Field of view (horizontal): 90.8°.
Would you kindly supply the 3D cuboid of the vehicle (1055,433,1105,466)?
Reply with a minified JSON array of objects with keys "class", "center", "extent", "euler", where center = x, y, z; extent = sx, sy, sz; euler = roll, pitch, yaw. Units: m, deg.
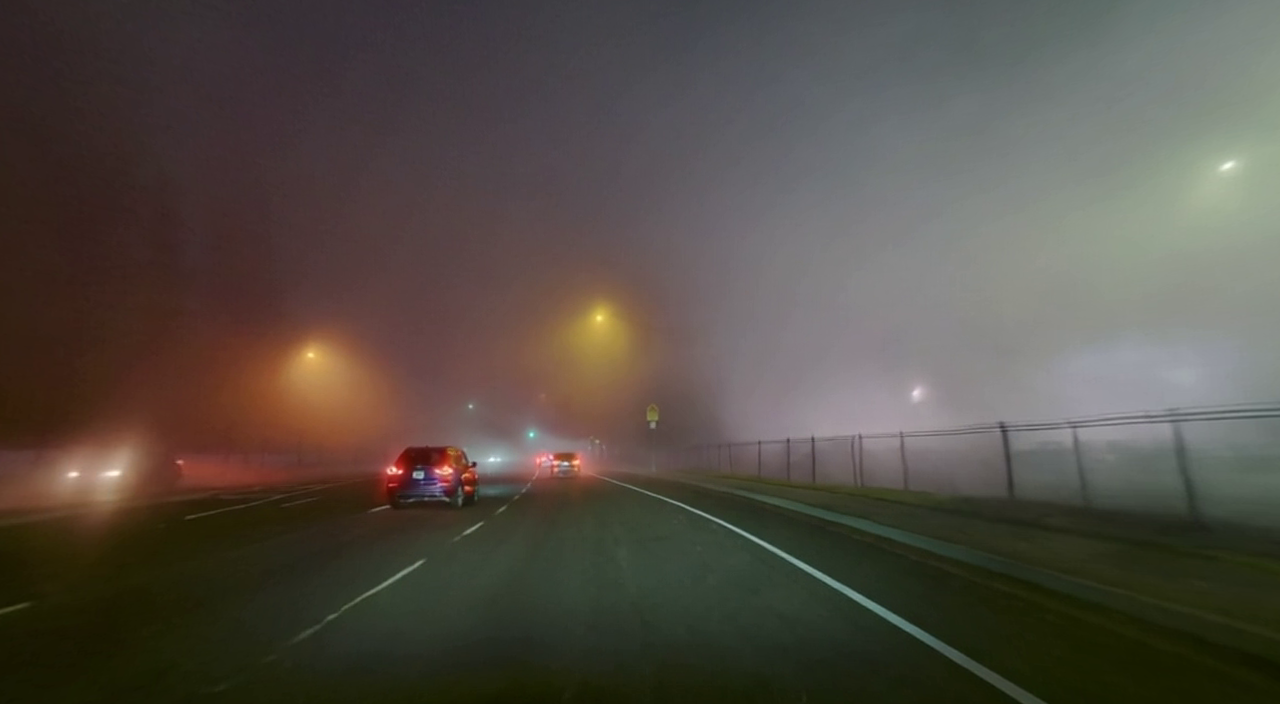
[{"class":"vehicle","center":[25.140,5.574,36.233],"extent":[1.942,1.726,5.194],"euler":[-8,-11,32]}]

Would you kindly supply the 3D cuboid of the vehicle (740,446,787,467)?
[{"class":"vehicle","center":[9.325,7.836,47.592],"extent":[2.131,1.437,4.325],"euler":[-5,-10,29]}]

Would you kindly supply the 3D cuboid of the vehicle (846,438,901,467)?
[{"class":"vehicle","center":[16.113,6.892,43.448],"extent":[2.062,1.703,4.661],"euler":[-11,-12,36]}]

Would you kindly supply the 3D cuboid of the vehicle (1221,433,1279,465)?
[{"class":"vehicle","center":[30.756,4.822,31.499],"extent":[2.027,1.455,3.838],"euler":[-6,-10,34]}]

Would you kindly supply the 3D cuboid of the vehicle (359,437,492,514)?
[{"class":"vehicle","center":[-5.280,3.083,16.309],"extent":[2.105,1.676,4.541],"euler":[0,-9,-4]}]

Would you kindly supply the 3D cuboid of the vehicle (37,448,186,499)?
[{"class":"vehicle","center":[-21.226,4.845,25.723],"extent":[2.214,1.844,4.822],"euler":[1,-9,-6]}]

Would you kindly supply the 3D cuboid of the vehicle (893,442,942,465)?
[{"class":"vehicle","center":[18.303,6.680,41.587],"extent":[1.934,1.423,4.008],"euler":[-7,-11,37]}]

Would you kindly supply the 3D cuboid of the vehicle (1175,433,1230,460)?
[{"class":"vehicle","center":[38.534,6.515,43.406],"extent":[2.050,1.746,4.527],"euler":[-5,-11,33]}]

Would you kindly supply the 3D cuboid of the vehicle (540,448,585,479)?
[{"class":"vehicle","center":[-3.980,5.675,32.469],"extent":[2.147,1.474,4.083],"euler":[1,-9,-7]}]

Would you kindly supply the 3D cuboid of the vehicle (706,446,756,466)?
[{"class":"vehicle","center":[7.234,8.197,49.954],"extent":[2.041,1.459,4.830],"euler":[-6,-10,33]}]

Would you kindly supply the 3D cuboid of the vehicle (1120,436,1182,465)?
[{"class":"vehicle","center":[27.462,5.310,34.083],"extent":[1.863,1.456,4.250],"euler":[-5,-10,29]}]

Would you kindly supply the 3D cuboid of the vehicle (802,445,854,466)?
[{"class":"vehicle","center":[13.381,7.295,44.837],"extent":[2.048,1.392,4.562],"euler":[-7,-11,36]}]
